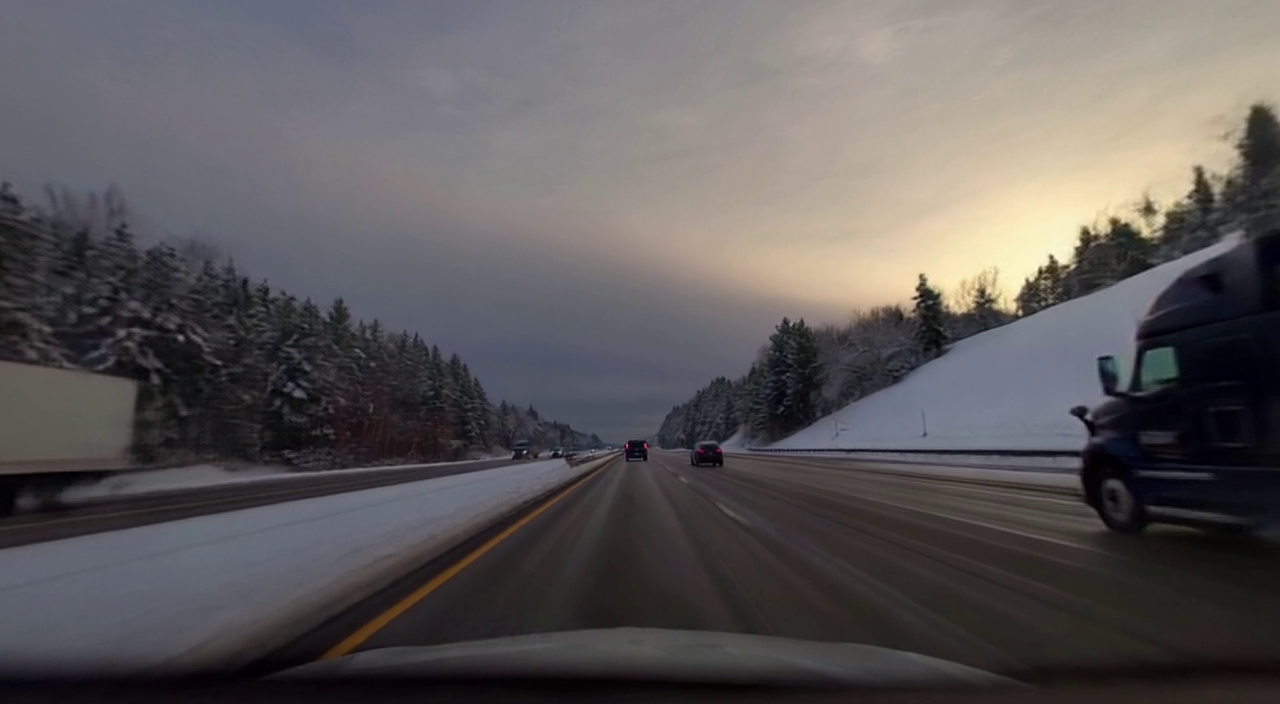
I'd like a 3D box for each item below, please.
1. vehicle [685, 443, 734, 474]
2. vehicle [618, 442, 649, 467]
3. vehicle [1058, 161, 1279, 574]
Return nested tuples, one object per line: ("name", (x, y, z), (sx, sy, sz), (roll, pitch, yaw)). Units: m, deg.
("vehicle", (3.637, 5.676, 33.727), (2.025, 1.534, 4.179), (0, -9, -1))
("vehicle", (-0.447, 7.359, 45.150), (2.114, 1.706, 4.106), (0, -9, -1))
("vehicle", (7.714, 0.143, 6.086), (3.038, 3.946, 5.844), (0, -9, 0))
